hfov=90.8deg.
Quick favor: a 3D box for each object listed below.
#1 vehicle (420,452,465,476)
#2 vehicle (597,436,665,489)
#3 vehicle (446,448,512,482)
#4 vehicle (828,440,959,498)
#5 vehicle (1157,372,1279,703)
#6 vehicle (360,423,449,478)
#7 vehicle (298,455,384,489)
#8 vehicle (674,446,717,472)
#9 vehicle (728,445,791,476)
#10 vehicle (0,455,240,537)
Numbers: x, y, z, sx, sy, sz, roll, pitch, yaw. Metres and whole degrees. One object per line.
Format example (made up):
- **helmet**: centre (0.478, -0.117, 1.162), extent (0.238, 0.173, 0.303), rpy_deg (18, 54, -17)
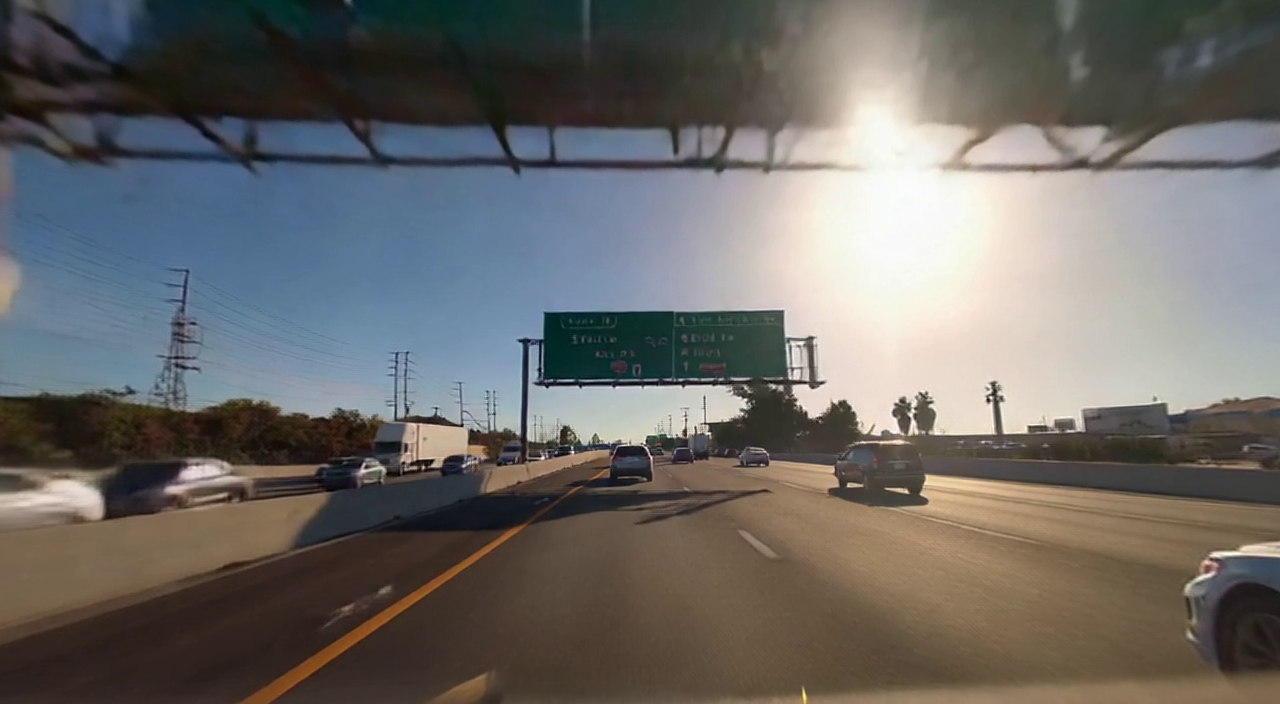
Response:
- **vehicle**: centre (-14.740, 8.382, 47.425), extent (1.952, 1.650, 4.414), rpy_deg (0, -9, 0)
- **vehicle**: centre (-0.337, 4.120, 23.915), extent (2.298, 1.809, 4.359), rpy_deg (0, -8, -1)
- **vehicle**: centre (-8.241, 5.808, 32.841), extent (2.069, 1.613, 4.660), rpy_deg (0, -9, 2)
- **vehicle**: centre (7.188, 3.333, 18.467), extent (1.958, 1.473, 4.201), rpy_deg (0, -9, -2)
- **vehicle**: centre (3.314, 0.635, 0.852), extent (1.967, 1.547, 3.777), rpy_deg (0, -9, 0)
- **vehicle**: centre (-18.292, 7.753, 49.937), extent (3.068, 3.921, 9.552), rpy_deg (0, -9, 1)
- **vehicle**: centre (-14.830, 5.962, 31.654), extent (1.924, 1.472, 4.767), rpy_deg (0, -9, 1)
- **vehicle**: centre (3.288, 6.449, 38.424), extent (2.115, 1.481, 3.968), rpy_deg (0, -9, -2)
- **vehicle**: centre (6.010, 5.489, 32.285), extent (1.934, 1.461, 4.368), rpy_deg (1, -9, -6)
- **vehicle**: centre (-11.439, 3.088, 14.216), extent (1.876, 1.462, 4.584), rpy_deg (0, -9, 0)
